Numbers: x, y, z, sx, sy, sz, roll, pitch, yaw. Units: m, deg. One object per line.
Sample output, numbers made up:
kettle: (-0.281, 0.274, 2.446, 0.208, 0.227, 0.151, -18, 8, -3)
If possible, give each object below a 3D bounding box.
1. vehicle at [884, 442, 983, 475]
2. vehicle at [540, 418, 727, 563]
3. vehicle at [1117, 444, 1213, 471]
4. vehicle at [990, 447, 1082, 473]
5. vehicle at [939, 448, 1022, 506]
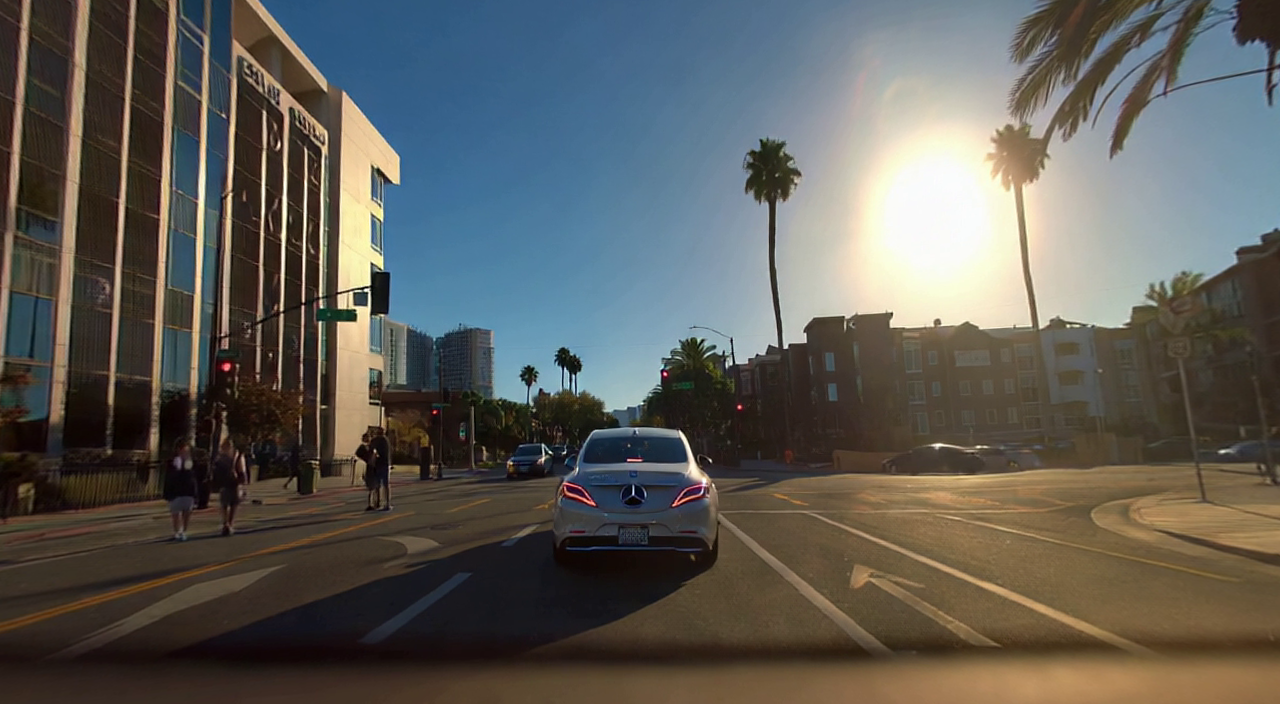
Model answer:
vehicle: (16.160, 5.879, 34.988, 4.494, 1.704, 1.976, -1, -9, 7)
vehicle: (-0.082, 1.873, 9.220, 2.144, 1.643, 3.770, 0, -8, 0)
vehicle: (32.148, 6.462, 38.771, 4.234, 1.613, 1.812, 0, -8, -1)
vehicle: (24.220, 6.603, 38.693, 4.417, 1.462, 1.761, 0, -8, -1)
vehicle: (10.942, 3.878, 20.188, 2.004, 1.593, 4.118, -5, -10, 30)
